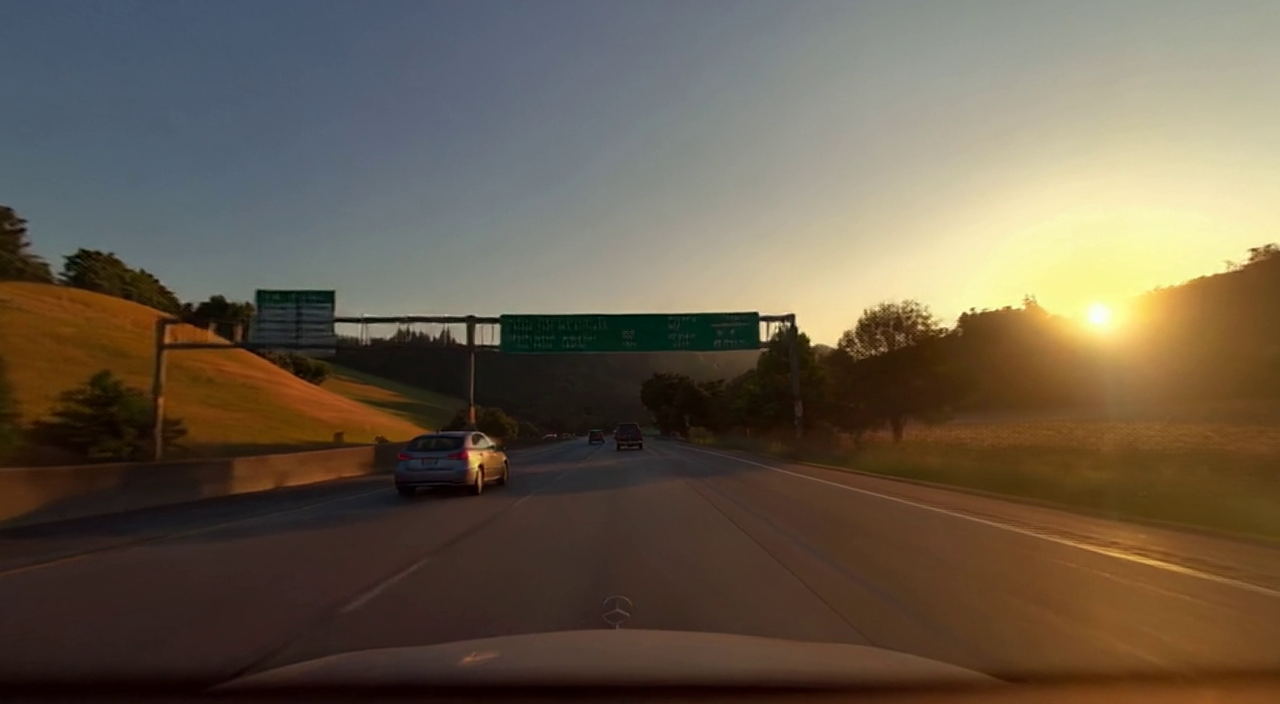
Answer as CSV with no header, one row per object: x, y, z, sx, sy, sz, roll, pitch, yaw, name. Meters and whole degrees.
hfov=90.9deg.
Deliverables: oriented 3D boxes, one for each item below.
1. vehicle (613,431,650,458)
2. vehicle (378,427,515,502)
-0.545,5.806,39.622,2.162,1.616,4.242,0,-8,-1,vehicle
-4.310,2.551,14.784,1.931,1.483,4.105,0,-8,0,vehicle
